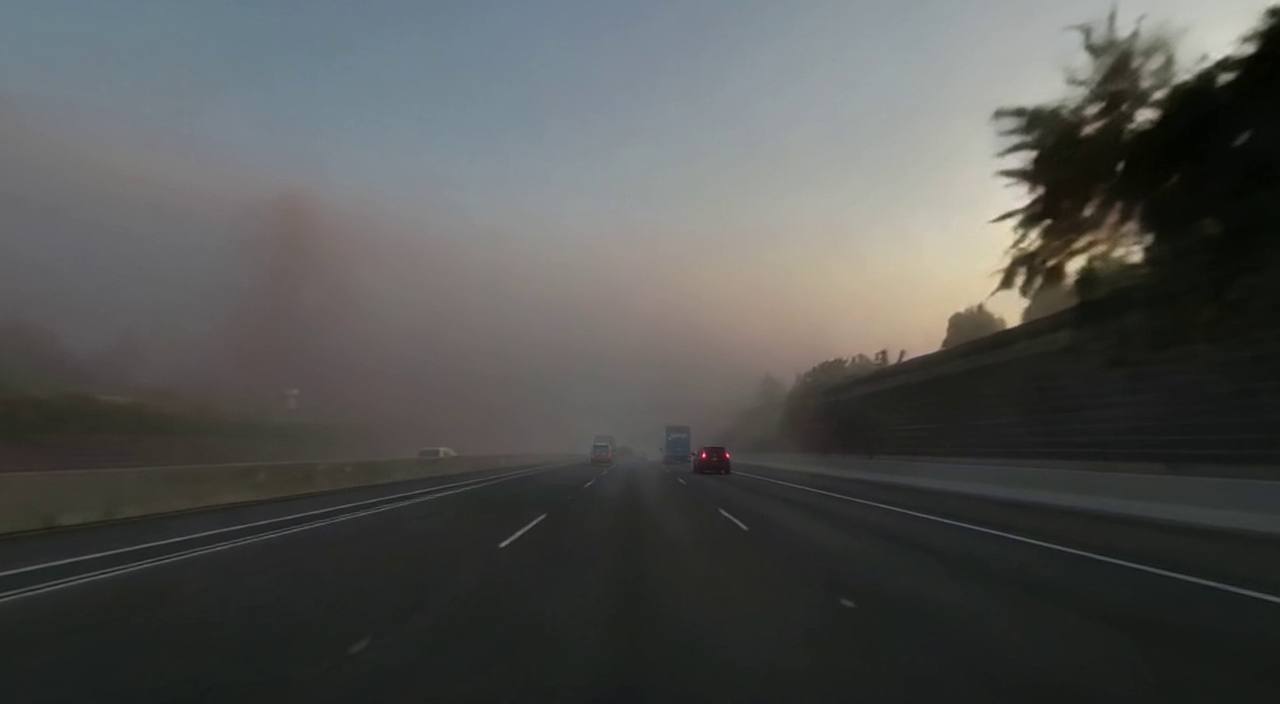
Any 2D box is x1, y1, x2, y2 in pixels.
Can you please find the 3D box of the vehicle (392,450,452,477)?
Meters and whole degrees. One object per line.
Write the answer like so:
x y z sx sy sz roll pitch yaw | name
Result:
-12.627 6.480 36.917 1.855 1.481 4.580 0 -9 0 | vehicle

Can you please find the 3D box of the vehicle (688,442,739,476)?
3.793 5.607 33.232 2.066 1.638 4.158 0 -9 -2 | vehicle
